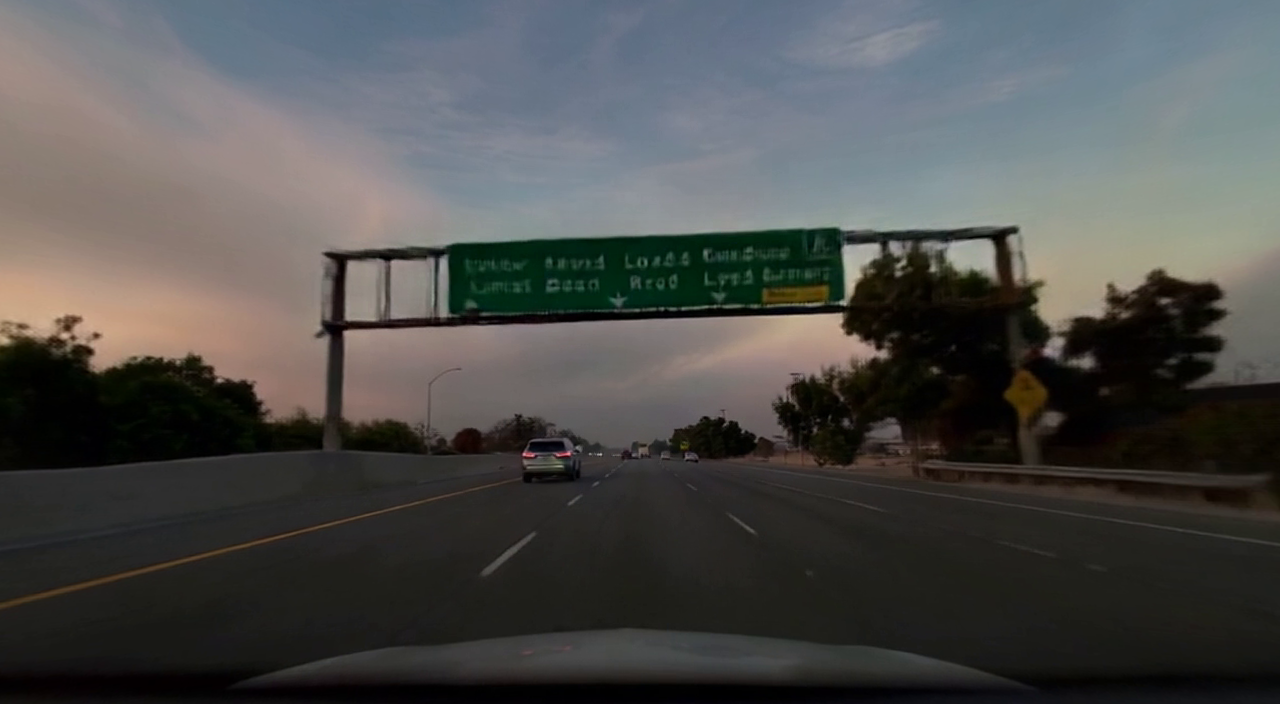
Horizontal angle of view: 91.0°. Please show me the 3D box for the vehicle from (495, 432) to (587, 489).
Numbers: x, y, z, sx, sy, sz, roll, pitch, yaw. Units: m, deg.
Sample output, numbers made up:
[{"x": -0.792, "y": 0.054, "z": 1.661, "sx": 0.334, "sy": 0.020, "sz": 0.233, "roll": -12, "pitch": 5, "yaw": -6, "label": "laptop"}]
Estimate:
[{"x": -3.609, "y": 4.120, "z": 24.308, "sx": 2.431, "sy": 1.928, "sz": 5.760, "roll": 0, "pitch": -9, "yaw": 1, "label": "vehicle"}]
